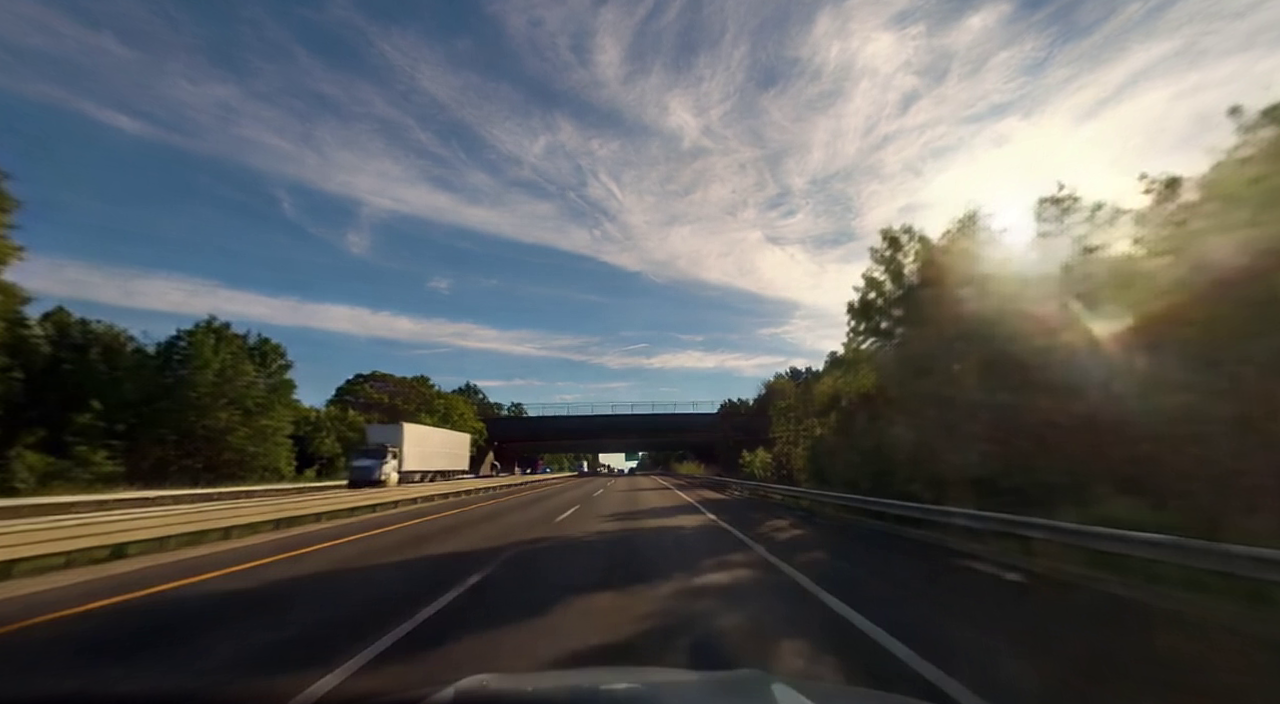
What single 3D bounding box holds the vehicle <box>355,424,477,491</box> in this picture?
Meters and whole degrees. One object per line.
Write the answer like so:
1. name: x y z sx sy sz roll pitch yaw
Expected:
1. vehicle: -16.170 8.096 47.787 3.208 4.122 16.588 1 -10 0
